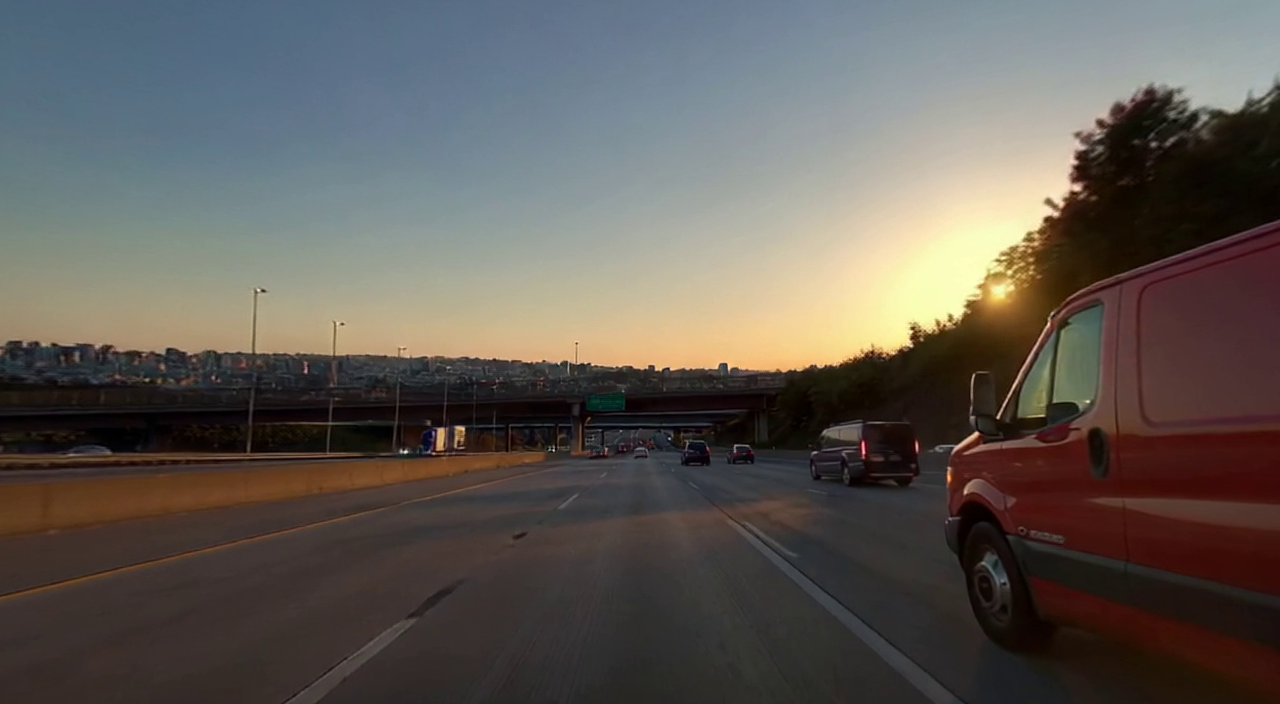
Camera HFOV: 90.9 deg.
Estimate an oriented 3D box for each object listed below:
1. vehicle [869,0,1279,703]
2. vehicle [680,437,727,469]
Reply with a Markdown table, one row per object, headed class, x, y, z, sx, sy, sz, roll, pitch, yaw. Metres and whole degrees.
| class | x | y | z | sx | sy | sz | roll | pitch | yaw |
| --- | --- | --- | --- | --- | --- | --- | --- | --- | --- |
| vehicle | 3.170 | 0.236 | 1.764 | 2.436 | 2.745 | 7.034 | 0 | -8 | 0 |
| vehicle | 4.039 | 6.562 | 41.252 | 2.464 | 1.961 | 5.520 | 0 | -8 | -1 |
